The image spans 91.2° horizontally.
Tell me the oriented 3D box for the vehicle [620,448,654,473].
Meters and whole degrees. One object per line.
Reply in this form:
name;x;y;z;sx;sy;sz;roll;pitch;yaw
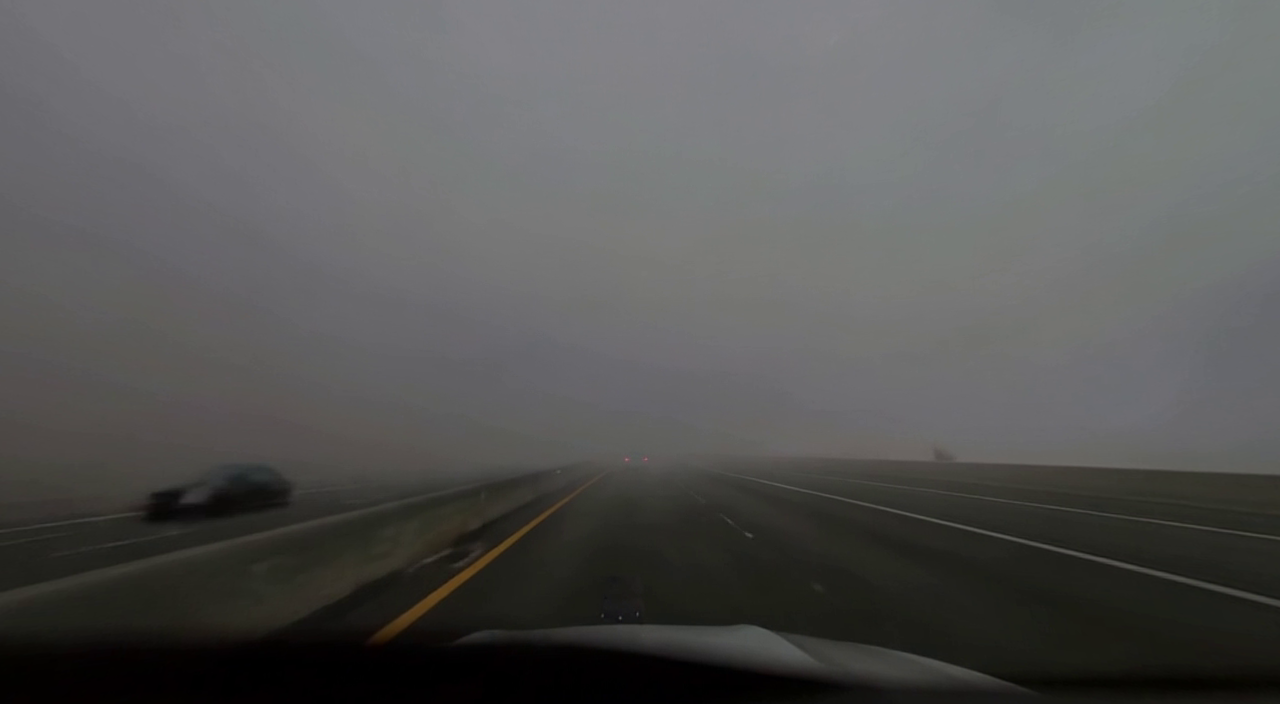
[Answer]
vehicle;-0.218;6.884;39.989;2.083;1.473;3.923;0;-9;-1

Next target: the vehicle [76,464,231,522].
vehicle;-15.614;4.503;20.435;1.778;1.574;4.009;0;-9;0
